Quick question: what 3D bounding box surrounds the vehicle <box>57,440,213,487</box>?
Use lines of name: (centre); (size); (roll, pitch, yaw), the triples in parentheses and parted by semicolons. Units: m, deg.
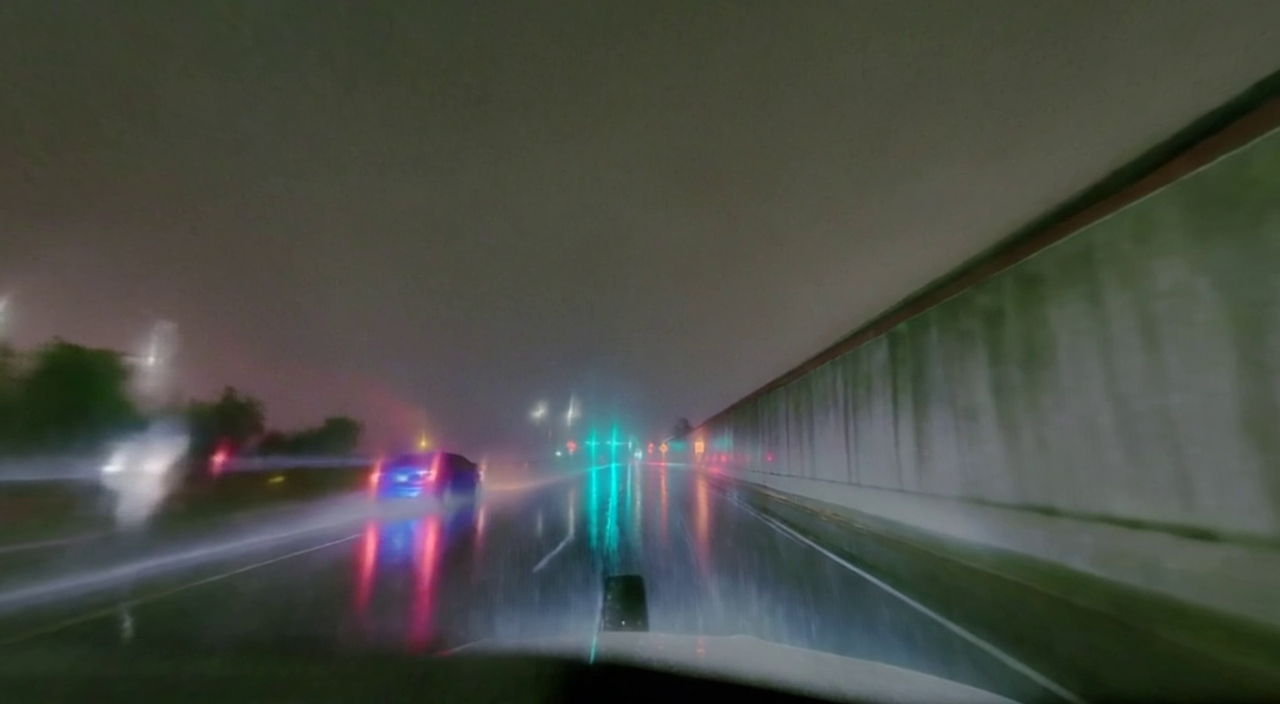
vehicle: (-18.747, 4.160, 23.739); (2.039, 1.579, 4.522); (0, -9, 1)

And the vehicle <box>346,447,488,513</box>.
vehicle: (-6.039, 3.515, 17.817); (2.172, 1.587, 4.518); (-1, -9, 3)
